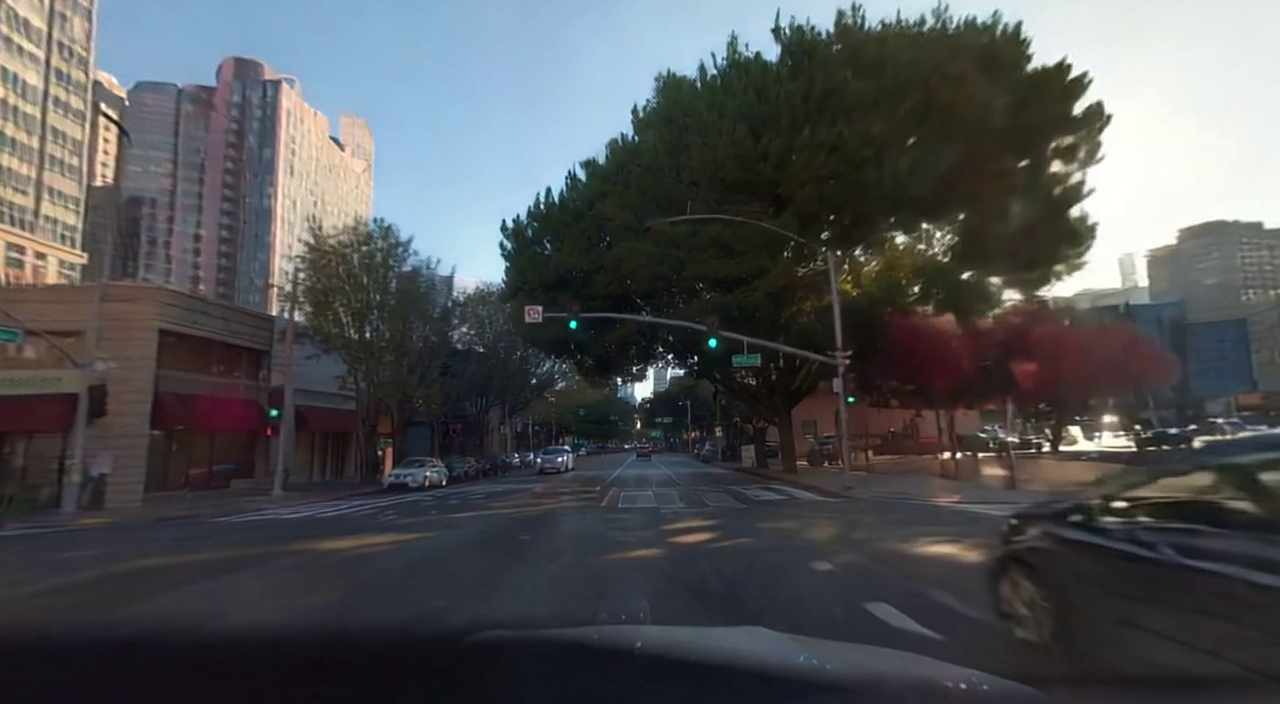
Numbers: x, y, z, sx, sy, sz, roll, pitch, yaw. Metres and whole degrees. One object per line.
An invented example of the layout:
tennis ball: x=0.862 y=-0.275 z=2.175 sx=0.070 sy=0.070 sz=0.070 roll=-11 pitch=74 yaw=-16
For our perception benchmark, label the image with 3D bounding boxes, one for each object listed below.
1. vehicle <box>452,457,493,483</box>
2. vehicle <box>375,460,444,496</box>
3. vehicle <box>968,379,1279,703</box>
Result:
vehicle: x=-12.095 y=8.534 z=45.497 sx=1.867 sy=1.583 sz=4.108 roll=-1 pitch=-8 yaw=0
vehicle: x=-12.145 y=6.630 z=33.378 sx=1.910 sy=1.511 sz=4.565 roll=-1 pitch=-7 yaw=0
vehicle: x=3.157 y=0.814 z=1.773 sx=2.080 sy=1.524 sz=4.348 roll=0 pitch=-9 yaw=0
